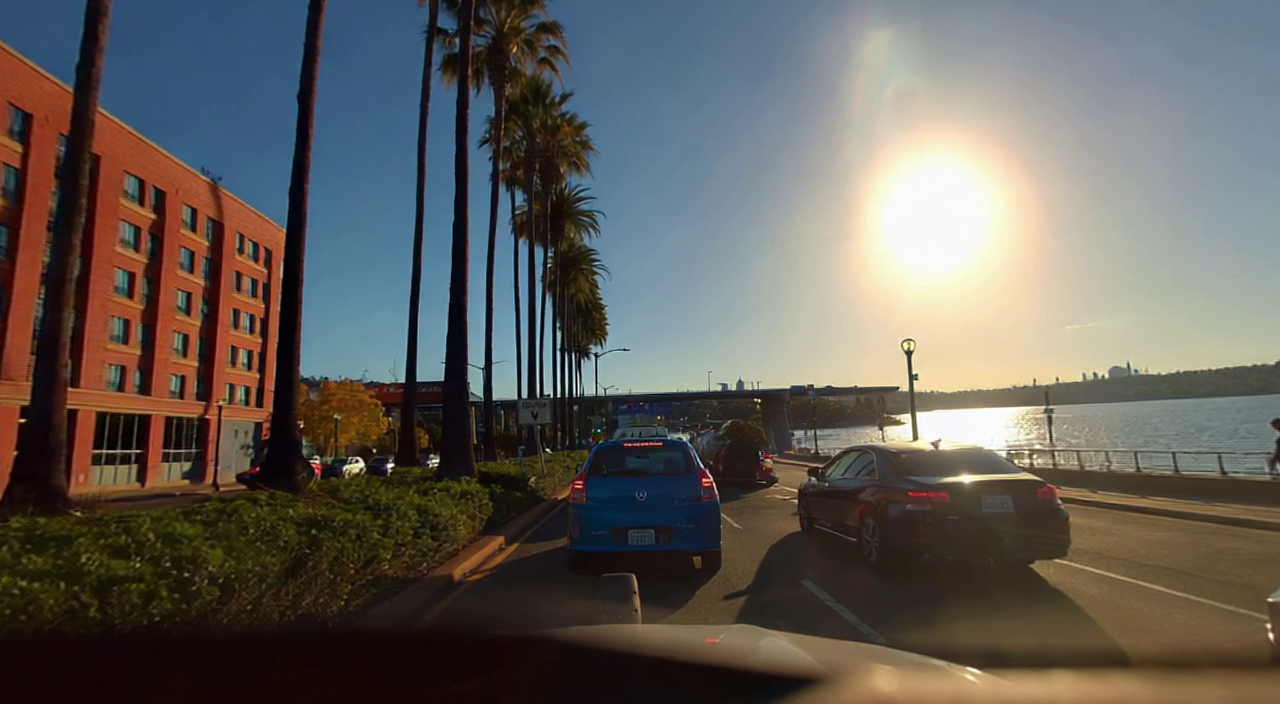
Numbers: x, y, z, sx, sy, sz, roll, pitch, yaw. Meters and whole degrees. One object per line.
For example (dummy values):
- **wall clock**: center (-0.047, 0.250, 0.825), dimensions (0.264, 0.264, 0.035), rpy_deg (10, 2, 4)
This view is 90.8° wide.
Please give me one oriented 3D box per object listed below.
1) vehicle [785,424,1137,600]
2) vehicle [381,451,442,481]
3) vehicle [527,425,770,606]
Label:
- **vehicle**: center (3.281, 1.714, 7.712), dimensions (1.920, 1.490, 4.417), rpy_deg (0, -9, -1)
- **vehicle**: center (-14.947, 7.478, 41.695), dimensions (2.104, 1.802, 4.852), rpy_deg (0, -9, 1)
- **vehicle**: center (0.065, 1.664, 7.252), dimensions (2.048, 1.503, 3.681), rpy_deg (0, -9, 0)
